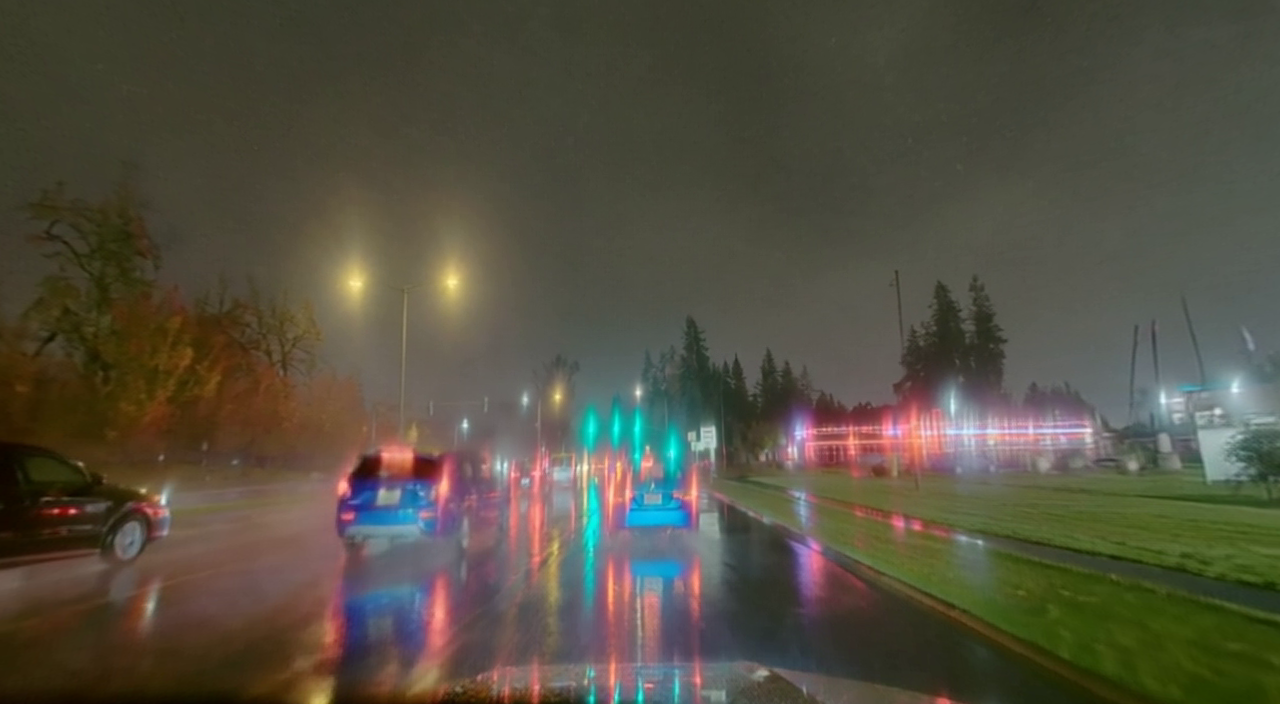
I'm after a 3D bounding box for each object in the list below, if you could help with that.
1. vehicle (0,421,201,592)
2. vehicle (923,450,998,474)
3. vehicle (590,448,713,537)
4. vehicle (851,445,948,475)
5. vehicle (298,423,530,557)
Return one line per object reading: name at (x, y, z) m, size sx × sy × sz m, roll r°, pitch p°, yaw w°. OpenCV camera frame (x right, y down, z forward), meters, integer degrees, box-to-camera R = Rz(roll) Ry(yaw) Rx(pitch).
vehicle at (-7.224, 1.591, 6.679) m, size 1.968 × 1.657 × 4.230 m, roll 0°, pitch -9°, yaw 1°
vehicle at (22.511, 7.733, 44.300) m, size 4.220 × 1.550 × 1.935 m, roll -10°, pitch -13°, yaw 43°
vehicle at (0.237, 2.718, 12.843) m, size 2.091 × 1.494 × 3.962 m, roll 0°, pitch -8°, yaw 1°
vehicle at (18.316, 7.594, 44.656) m, size 5.852 × 1.962 × 2.323 m, roll -8°, pitch -11°, yaw 41°
vehicle at (-3.362, 2.152, 10.618) m, size 2.055 × 1.725 × 4.732 m, roll 0°, pitch -9°, yaw 1°
